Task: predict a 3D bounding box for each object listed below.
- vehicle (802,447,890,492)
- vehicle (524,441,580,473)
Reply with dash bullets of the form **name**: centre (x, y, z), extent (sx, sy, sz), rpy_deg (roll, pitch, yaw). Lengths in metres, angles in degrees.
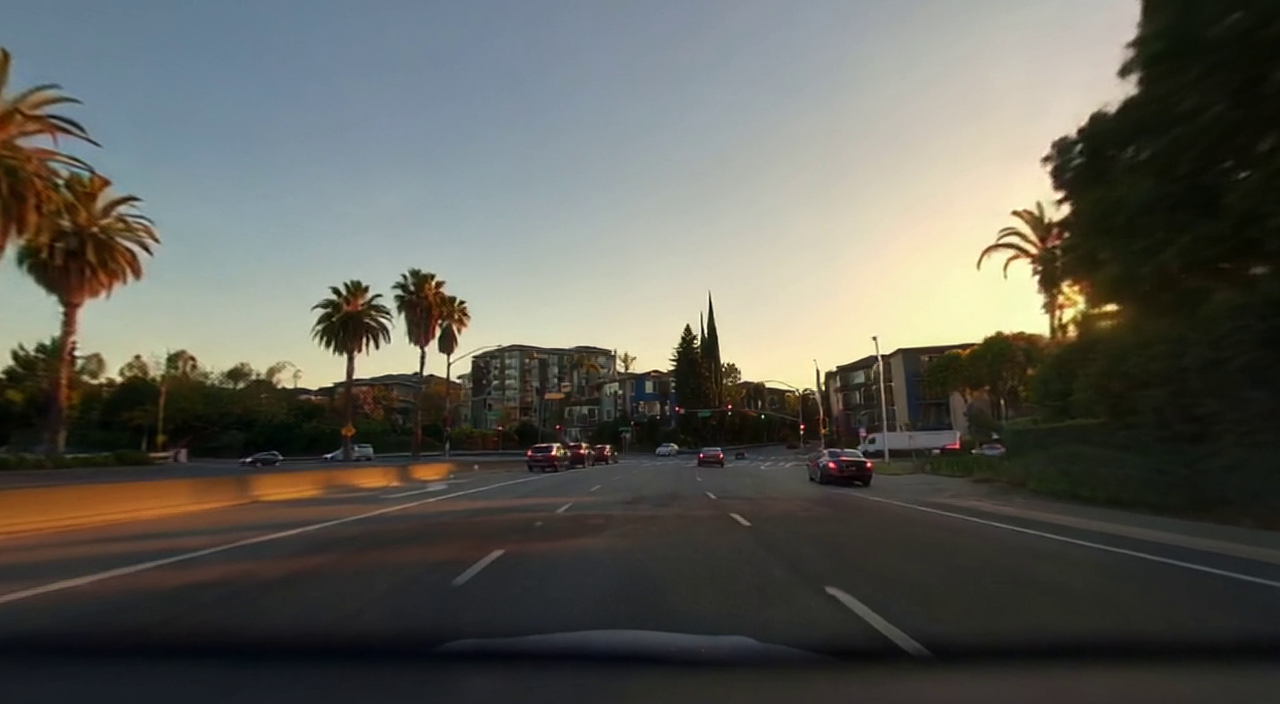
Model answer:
- **vehicle**: centre (7.455, 4.284, 23.372), extent (2.144, 1.473, 4.638), rpy_deg (-1, -9, 6)
- **vehicle**: centre (-5.108, 6.182, 37.445), extent (2.072, 1.738, 4.757), rpy_deg (-1, -9, 8)
